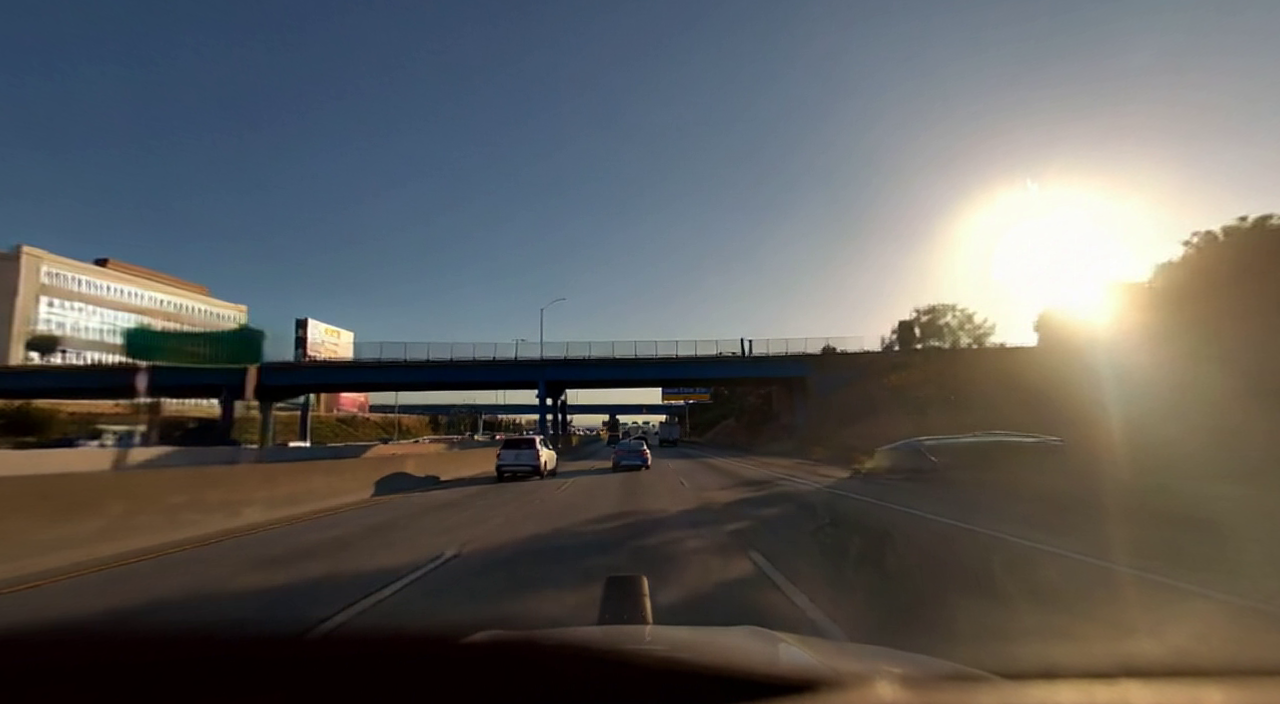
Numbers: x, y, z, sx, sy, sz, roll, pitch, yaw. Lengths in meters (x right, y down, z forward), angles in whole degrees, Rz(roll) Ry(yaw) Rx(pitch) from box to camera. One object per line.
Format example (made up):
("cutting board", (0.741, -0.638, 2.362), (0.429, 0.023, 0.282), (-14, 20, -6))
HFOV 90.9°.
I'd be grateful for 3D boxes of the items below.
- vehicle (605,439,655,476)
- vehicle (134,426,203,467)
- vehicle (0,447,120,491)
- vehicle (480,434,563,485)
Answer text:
("vehicle", (-0.372, 4.276, 25.788), (1.877, 1.386, 3.872), (0, -8, 0))
("vehicle", (-32.407, 6.477, 43.443), (2.120, 2.646, 3.194), (-2, -8, 2))
("vehicle", (-28.848, 5.681, 31.105), (2.051, 1.965, 4.929), (0, -8, 1))
("vehicle", (-4.019, 3.710, 22.122), (2.064, 1.589, 4.213), (0, -8, 1))
